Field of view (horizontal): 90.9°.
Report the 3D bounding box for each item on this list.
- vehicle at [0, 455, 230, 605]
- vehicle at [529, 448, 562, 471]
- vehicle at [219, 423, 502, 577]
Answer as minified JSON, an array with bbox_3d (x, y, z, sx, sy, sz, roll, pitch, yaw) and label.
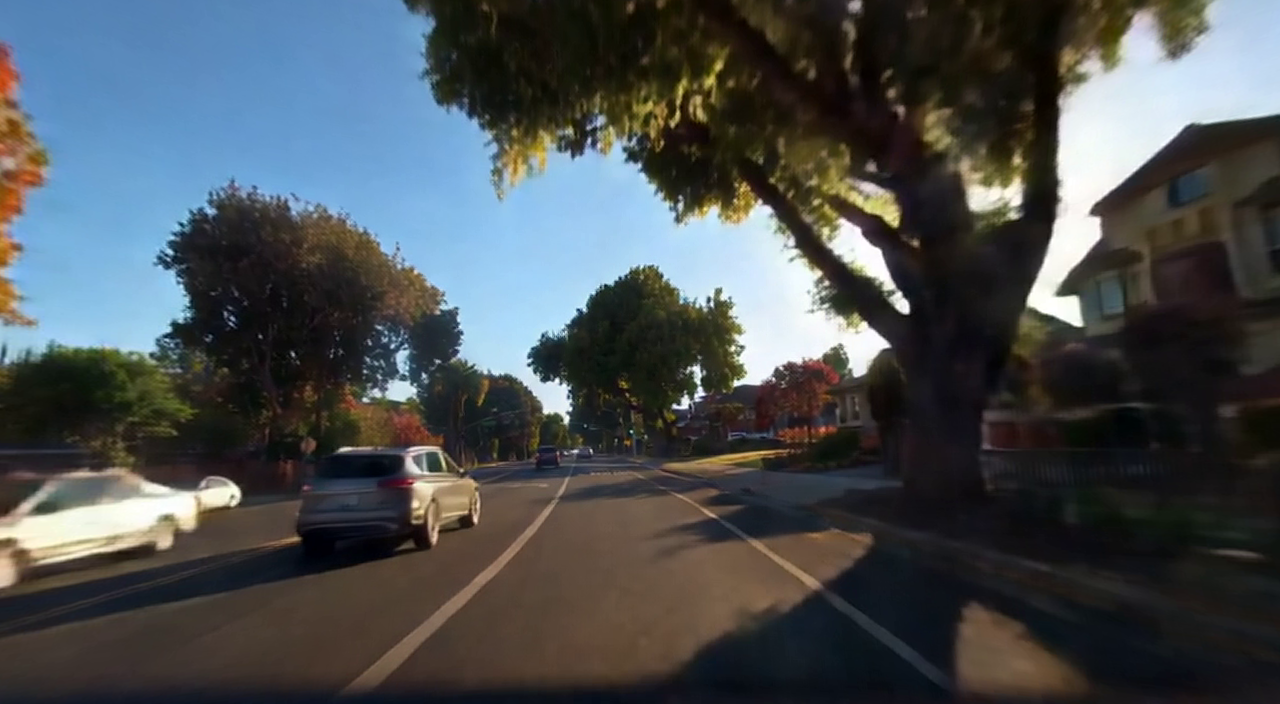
[{"bbox_3d":[-7.679,2.122,8.127,1.915,1.486,4.349,0,-8,-2],"label":"vehicle"},{"bbox_3d":[-6.883,7.885,46.355,2.060,1.530,4.121,1,-8,-4],"label":"vehicle"},{"bbox_3d":[-3.652,2.010,9.482,2.084,1.701,4.734,0,-8,0],"label":"vehicle"}]
